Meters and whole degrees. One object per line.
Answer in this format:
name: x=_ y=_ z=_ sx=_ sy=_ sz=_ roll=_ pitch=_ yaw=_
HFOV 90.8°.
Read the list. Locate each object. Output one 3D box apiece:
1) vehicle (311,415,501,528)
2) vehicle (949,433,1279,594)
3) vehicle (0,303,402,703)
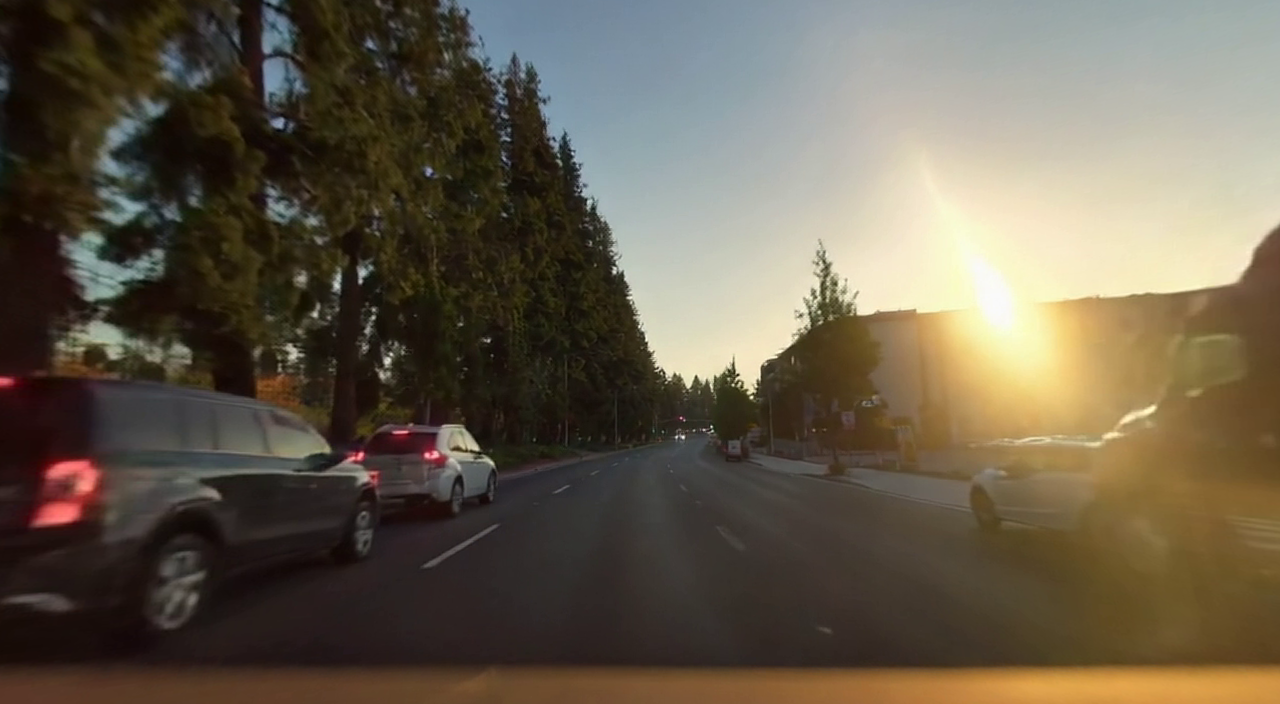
vehicle: x=-4.508 y=2.377 z=13.173 sx=2.238 sy=1.864 sz=4.740 roll=-1 pitch=-8 yaw=-1
vehicle: x=6.252 y=1.850 z=8.278 sx=2.024 sy=1.484 sz=4.585 roll=0 pitch=-8 yaw=-1
vehicle: x=-4.488 y=1.196 z=6.021 sx=2.270 sy=2.068 sz=5.865 roll=0 pitch=-8 yaw=-2
